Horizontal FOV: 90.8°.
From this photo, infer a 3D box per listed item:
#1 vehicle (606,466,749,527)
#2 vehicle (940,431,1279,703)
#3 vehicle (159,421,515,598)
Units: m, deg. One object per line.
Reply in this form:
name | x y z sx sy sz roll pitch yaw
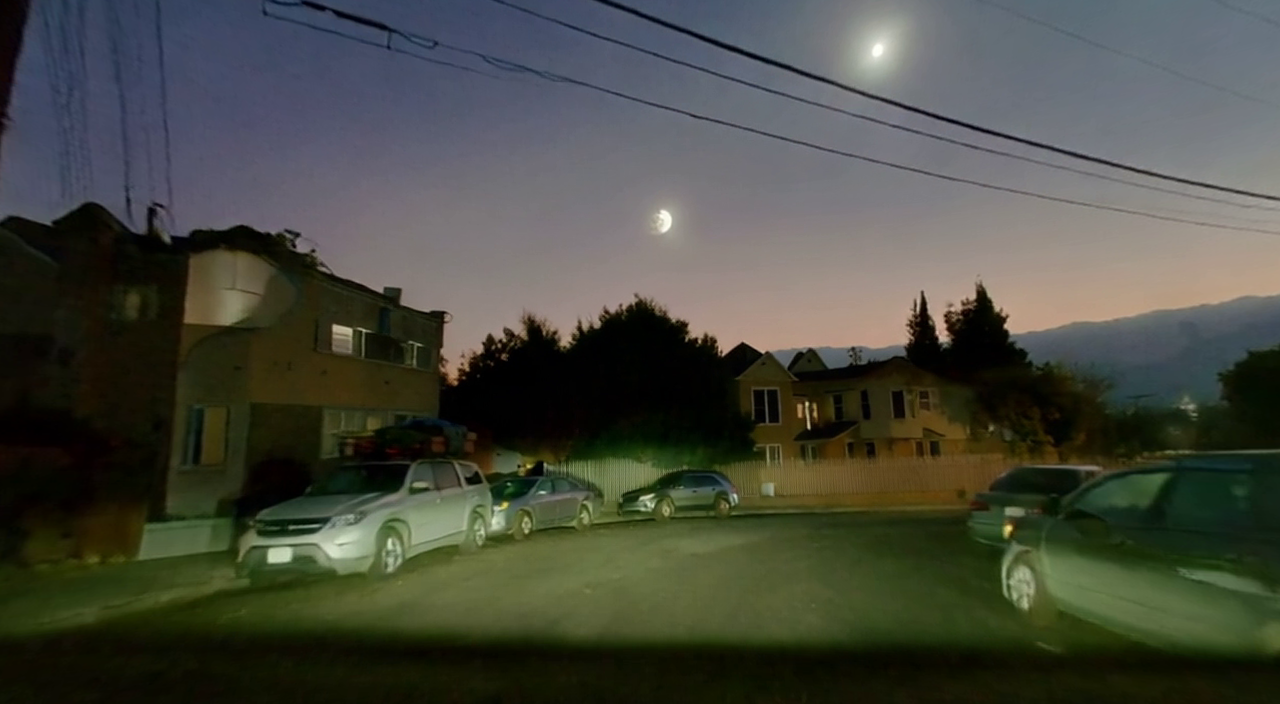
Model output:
vehicle | 1.235 4.493 20.084 4.217 1.547 2.082 6 -11 -38
vehicle | 3.767 1.194 3.464 1.910 1.477 4.569 0 -8 -1
vehicle | -3.651 2.183 9.079 2.247 1.702 5.043 -4 -13 5
